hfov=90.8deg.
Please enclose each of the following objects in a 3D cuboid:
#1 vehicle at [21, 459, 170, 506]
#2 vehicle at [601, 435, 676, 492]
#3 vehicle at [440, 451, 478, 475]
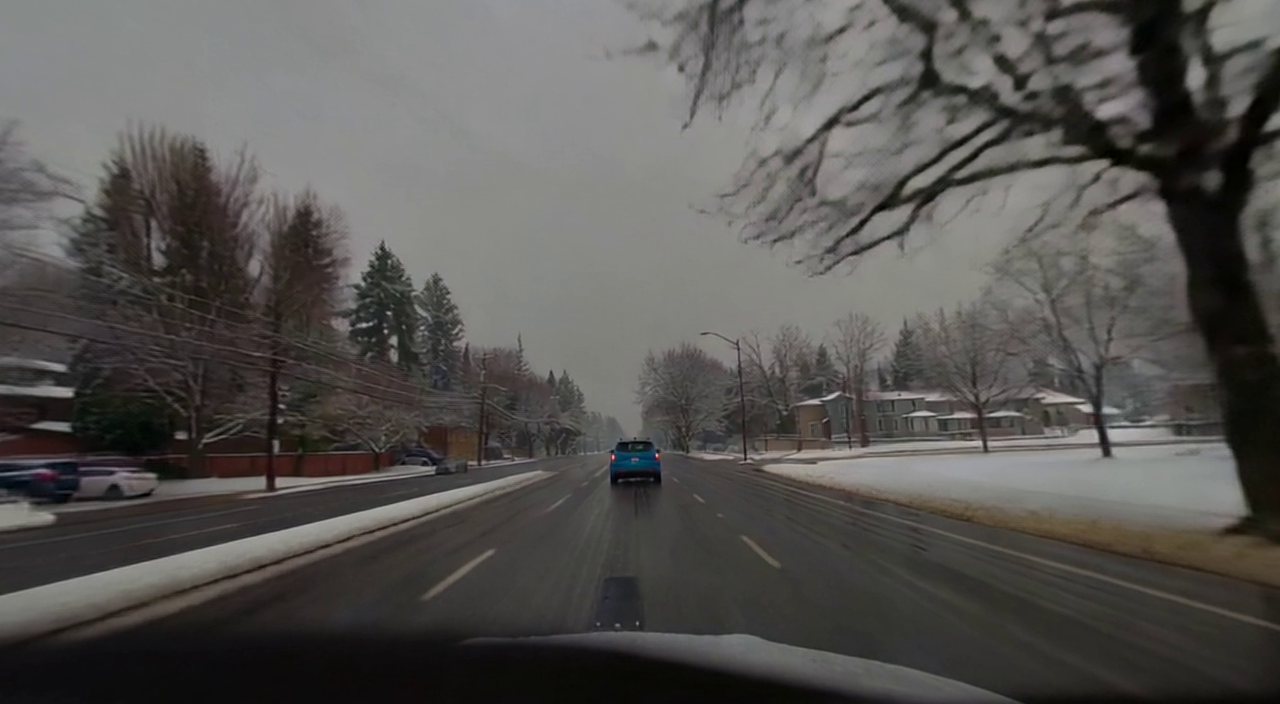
[{"bbox_3d":[-21.881,5.246,25.518,4.241,1.500,1.956,-4,-8,0],"label":"vehicle"},{"bbox_3d":[-0.070,3.578,20.600,2.181,1.639,4.127,0,-8,-1],"label":"vehicle"},{"bbox_3d":[-13.962,8.528,48.839,1.900,1.596,4.142,-4,-8,-3],"label":"vehicle"}]
